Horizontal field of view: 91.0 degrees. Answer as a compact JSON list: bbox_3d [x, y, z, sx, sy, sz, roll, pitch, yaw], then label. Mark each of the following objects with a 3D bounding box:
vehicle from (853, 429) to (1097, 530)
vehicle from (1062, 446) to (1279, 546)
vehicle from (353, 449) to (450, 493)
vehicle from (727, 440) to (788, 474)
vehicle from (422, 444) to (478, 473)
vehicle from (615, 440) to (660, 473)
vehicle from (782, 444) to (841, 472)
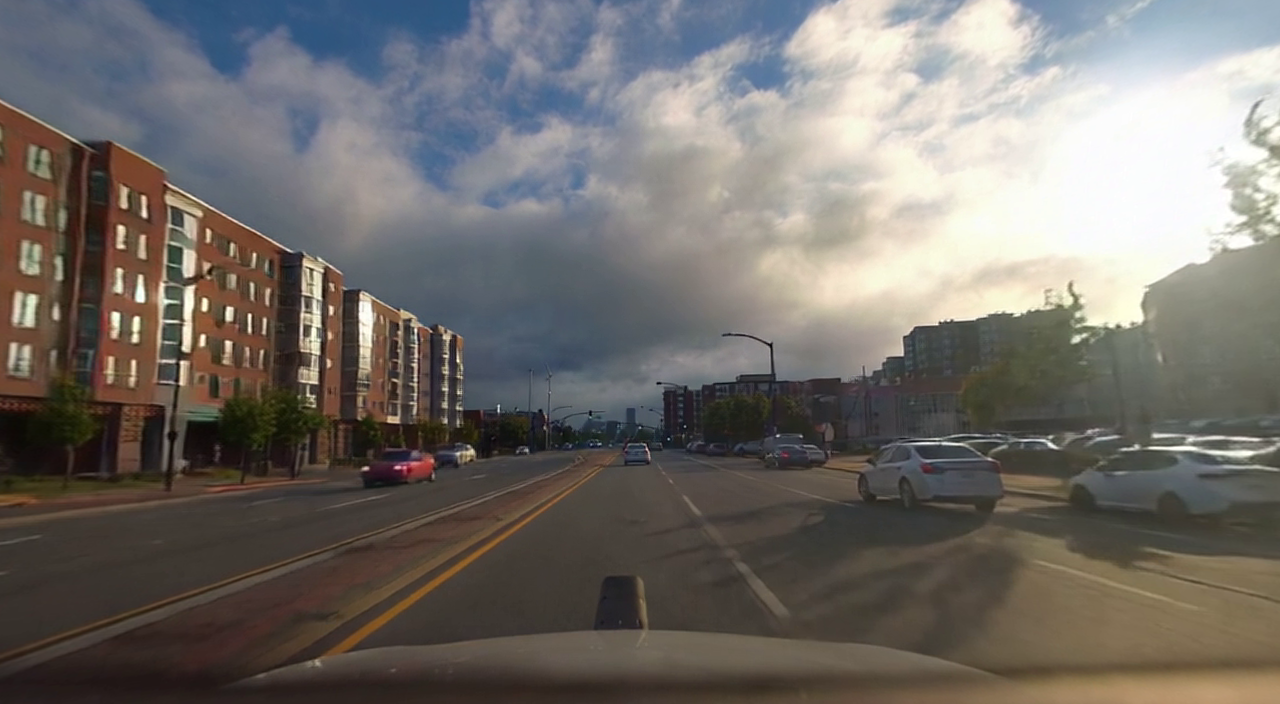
[{"bbox_3d":[6.097,2.372,12.384,2.121,1.557,4.898,0,-9,0],"label":"vehicle"},{"bbox_3d":[10.110,2.408,11.222,1.930,1.426,4.501,1,-9,-2],"label":"vehicle"},{"bbox_3d":[-8.457,4.219,22.752,1.869,1.419,4.183,0,-9,0],"label":"vehicle"},{"bbox_3d":[5.777,5.219,31.438,2.154,1.554,4.149,0,-9,-2],"label":"vehicle"},{"bbox_3d":[-11.817,6.610,39.463,2.036,1.697,4.680,0,-9,0],"label":"vehicle"},{"bbox_3d":[-0.131,5.212,31.600,2.106,1.553,3.964,0,-9,0],"label":"vehicle"},{"bbox_3d":[9.981,6.167,36.930,2.089,1.508,4.323,0,-9,-2],"label":"vehicle"}]
